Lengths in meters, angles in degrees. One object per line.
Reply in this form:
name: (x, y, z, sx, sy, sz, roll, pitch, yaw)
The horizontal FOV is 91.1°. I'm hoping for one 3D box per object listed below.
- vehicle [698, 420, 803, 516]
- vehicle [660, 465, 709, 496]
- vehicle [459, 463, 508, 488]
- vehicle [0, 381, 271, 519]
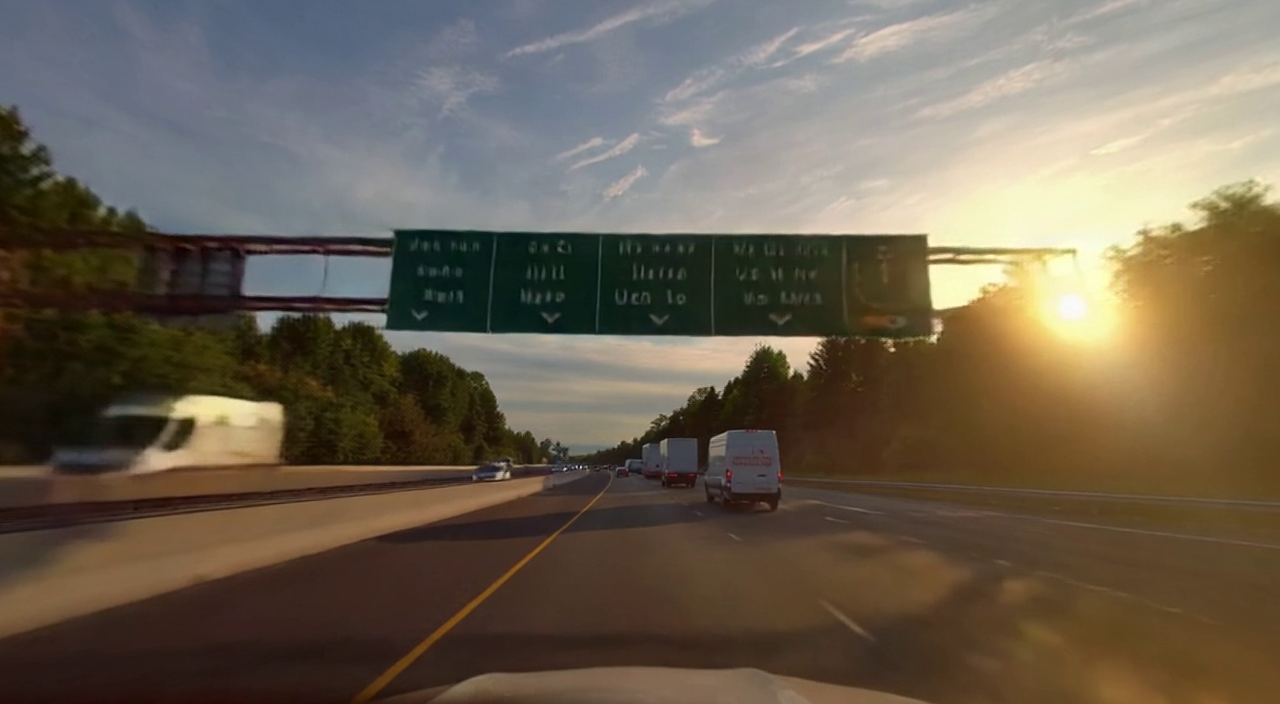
vehicle: (3.360, 3.747, 20.432, 2.291, 2.639, 5.280, 1, -10, -2)
vehicle: (2.261, 6.755, 33.281, 2.081, 1.453, 4.300, 1, -10, -3)
vehicle: (-10.010, 7.920, 40.513, 1.912, 1.497, 4.625, 1, -10, 0)
vehicle: (-13.685, 2.785, 17.470, 2.623, 3.039, 6.703, 1, -10, 0)
